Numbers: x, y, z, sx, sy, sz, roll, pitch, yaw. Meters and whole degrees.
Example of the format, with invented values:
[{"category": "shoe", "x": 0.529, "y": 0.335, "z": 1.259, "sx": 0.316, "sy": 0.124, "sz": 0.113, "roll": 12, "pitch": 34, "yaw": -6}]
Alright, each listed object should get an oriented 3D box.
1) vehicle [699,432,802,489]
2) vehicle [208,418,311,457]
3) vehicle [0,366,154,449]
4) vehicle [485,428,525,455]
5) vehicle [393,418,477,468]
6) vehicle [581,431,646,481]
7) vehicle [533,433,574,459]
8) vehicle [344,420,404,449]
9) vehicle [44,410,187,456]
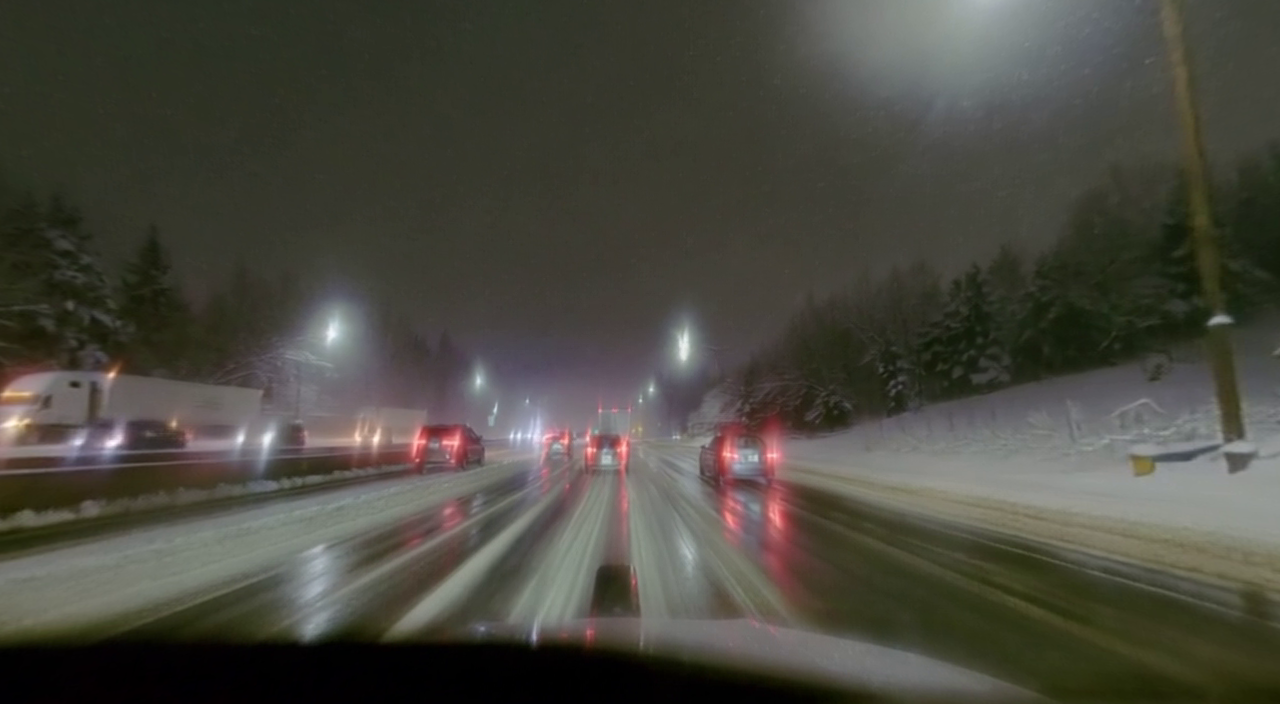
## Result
[{"category": "vehicle", "x": 3.135, "y": 3.159, "z": 18.830, "sx": 1.981, "sy": 1.474, "sz": 4.396, "roll": 0, "pitch": -8, "yaw": -4}, {"category": "vehicle", "x": -15.830, "y": 3.584, "z": 26.411, "sx": 1.903, "sy": 1.506, "sz": 3.980, "roll": 0, "pitch": -8, "yaw": -2}, {"category": "vehicle", "x": -28.410, "y": 2.944, "z": 32.006, "sx": 2.908, "sy": 3.868, "sz": 5.411, "roll": 0, "pitch": -8, "yaw": -3}, {"category": "vehicle", "x": -9.482, "y": 6.308, "z": 44.468, "sx": 1.992, "sy": 1.838, "sz": 4.493, "roll": 0, "pitch": -8, "yaw": -2}, {"category": "vehicle", "x": -8.719, "y": 3.906, "z": 27.194, "sx": 2.158, "sy": 1.943, "sz": 4.662, "roll": 0, "pitch": -8, "yaw": -2}, {"category": "vehicle", "x": -0.882, "y": 3.398, "z": 20.890, "sx": 1.980, "sy": 1.478, "sz": 3.758, "roll": 0, "pitch": -8, "yaw": -2}, {"category": "vehicle", "x": -5.275, "y": 5.781, "z": 38.759, "sx": 2.046, "sy": 1.493, "sz": 4.384, "roll": 0, "pitch": -8, "yaw": -2}, {"category": "vehicle", "x": -16.197, "y": 5.068, "z": 38.502, "sx": 1.993, "sy": 1.617, "sz": 4.277, "roll": 0, "pitch": -8, "yaw": -3}, {"category": "vehicle", "x": -19.496, "y": 3.063, "z": 23.648, "sx": 1.831, "sy": 1.575, "sz": 4.218, "roll": 0, "pitch": -8, "yaw": -3}]
